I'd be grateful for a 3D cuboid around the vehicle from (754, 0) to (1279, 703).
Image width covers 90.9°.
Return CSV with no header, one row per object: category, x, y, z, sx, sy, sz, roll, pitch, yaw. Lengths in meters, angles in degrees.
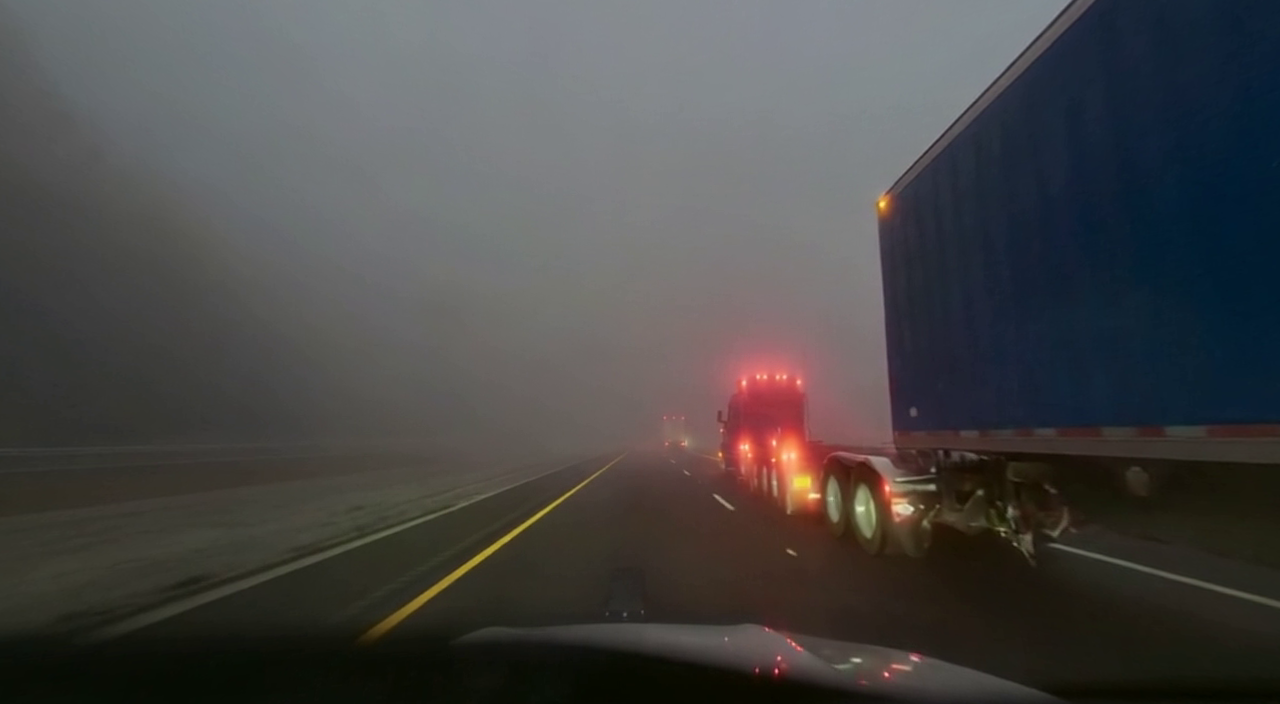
vehicle,4.067,0.078,5.388,2.976,4.114,16.788,0,-8,0
